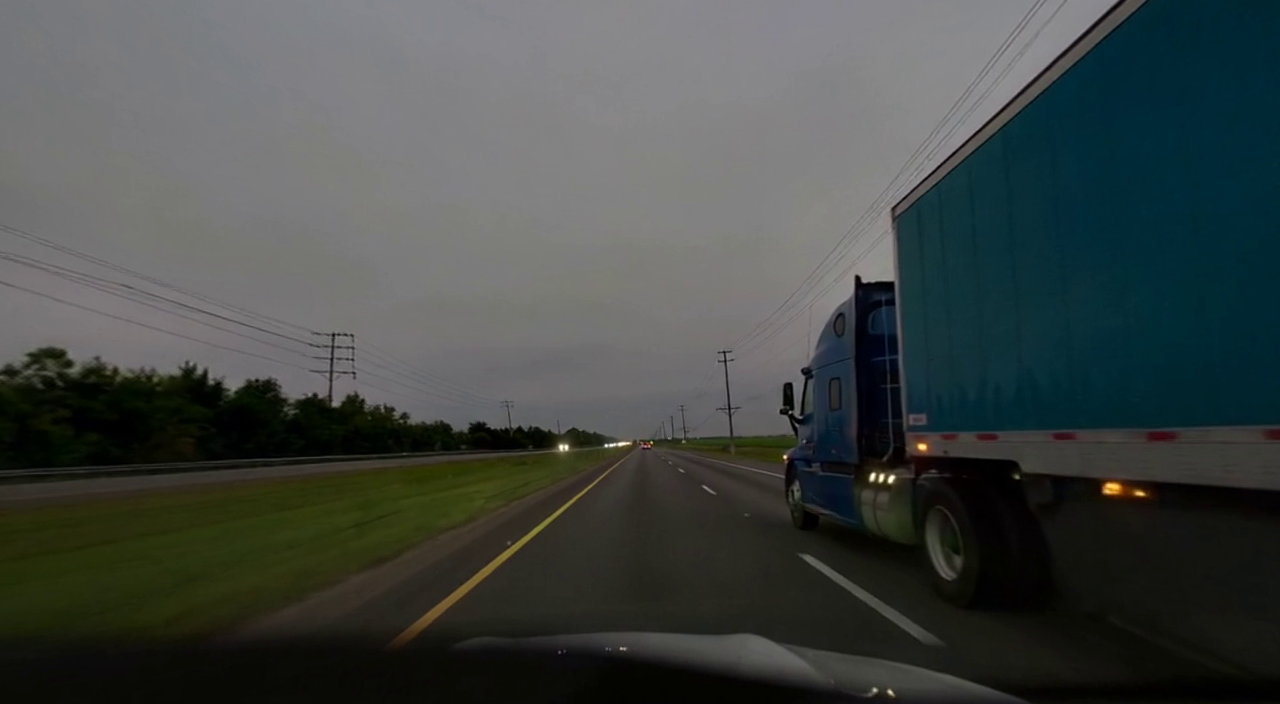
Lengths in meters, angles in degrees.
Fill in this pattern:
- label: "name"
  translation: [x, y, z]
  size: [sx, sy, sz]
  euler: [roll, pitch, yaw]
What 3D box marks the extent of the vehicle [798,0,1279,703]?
- label: "vehicle"
  translation: [4.015, 0.206, 5.354]
  size: [3.031, 3.879, 8.478]
  euler: [0, -8, 0]
